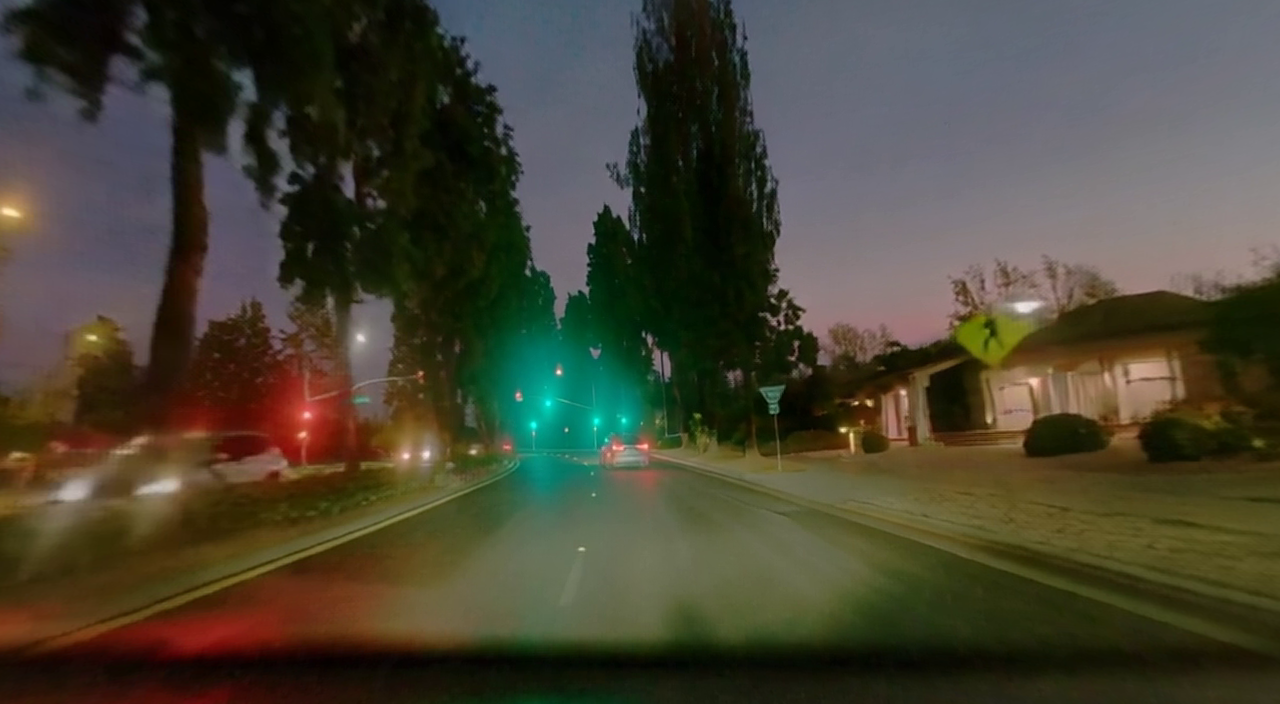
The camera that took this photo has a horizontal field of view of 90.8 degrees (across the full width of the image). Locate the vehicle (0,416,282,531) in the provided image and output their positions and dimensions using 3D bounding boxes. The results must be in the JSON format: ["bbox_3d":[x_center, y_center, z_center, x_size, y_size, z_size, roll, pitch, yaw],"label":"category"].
[{"bbox_3d":[-10.699,2.599,14.233,2.334,2.022,5.653,0,-8,-5],"label":"vehicle"}]

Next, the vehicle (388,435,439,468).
[{"bbox_3d":[-14.979,6.606,42.138,2.259,1.973,5.712,1,-9,-11],"label":"vehicle"}]

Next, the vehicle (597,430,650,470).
[{"bbox_3d":[-0.826,4.537,29.273,1.990,1.707,4.225,1,-9,-8],"label":"vehicle"}]
